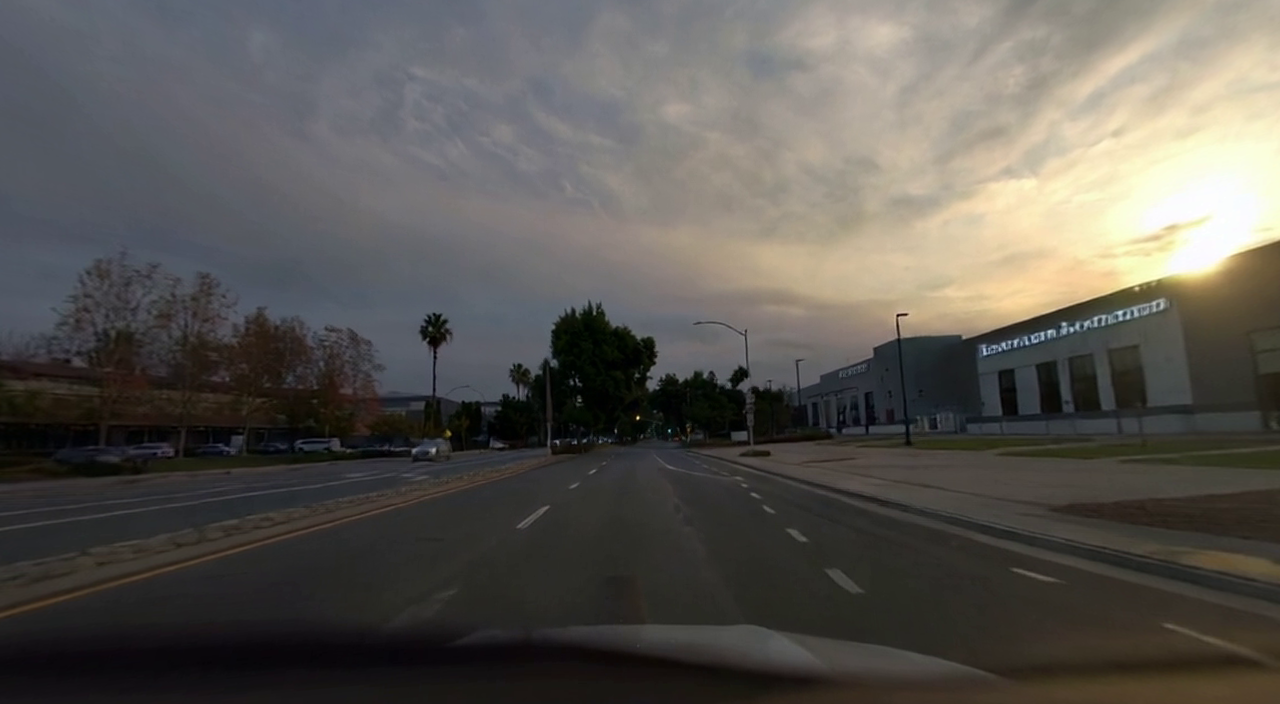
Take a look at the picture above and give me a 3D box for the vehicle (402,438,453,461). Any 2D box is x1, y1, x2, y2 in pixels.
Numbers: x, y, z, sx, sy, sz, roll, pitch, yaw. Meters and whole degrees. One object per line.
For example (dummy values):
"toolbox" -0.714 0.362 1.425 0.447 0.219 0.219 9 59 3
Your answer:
"vehicle" -15.926 7.330 47.616 2.131 1.679 4.554 -1 -8 2
